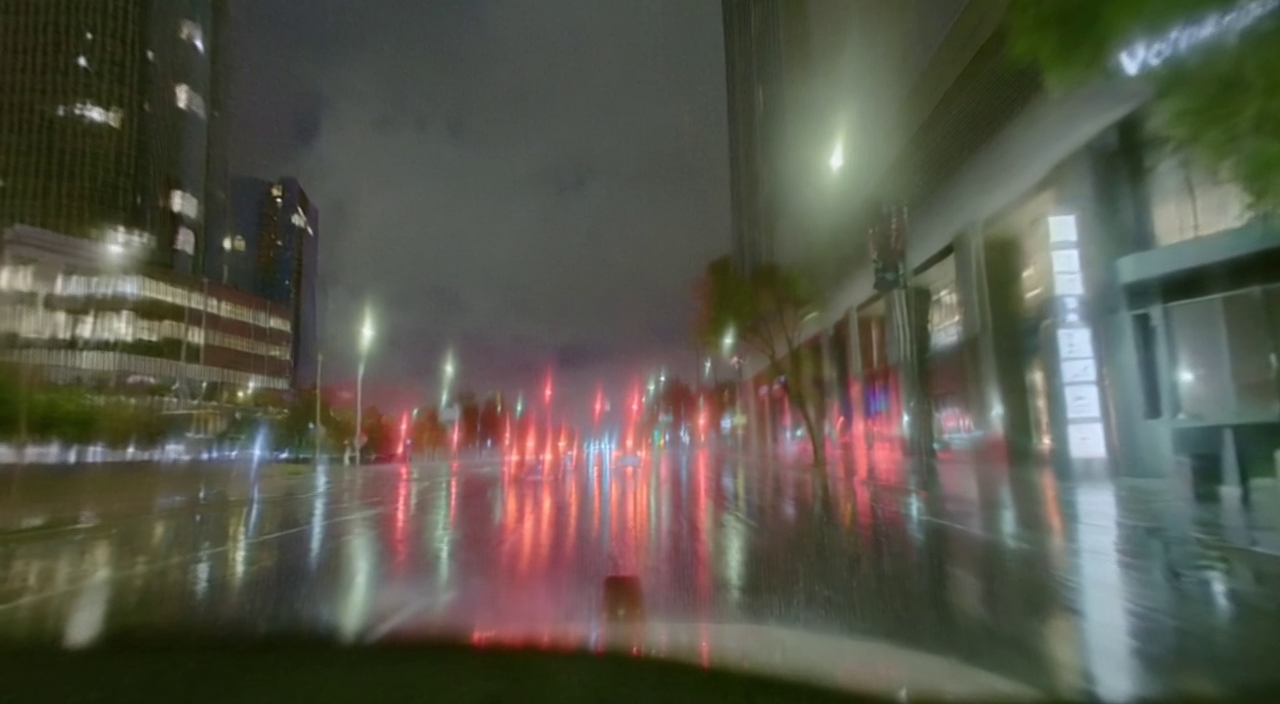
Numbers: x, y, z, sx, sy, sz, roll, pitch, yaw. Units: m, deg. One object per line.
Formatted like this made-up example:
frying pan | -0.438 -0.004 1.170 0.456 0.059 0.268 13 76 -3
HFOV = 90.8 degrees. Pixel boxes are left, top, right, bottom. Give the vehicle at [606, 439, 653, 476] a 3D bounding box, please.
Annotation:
vehicle | -0.443 4.846 29.266 2.042 1.555 3.912 0 -9 0

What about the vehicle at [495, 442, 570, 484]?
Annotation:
vehicle | -4.019 4.222 24.404 2.020 1.457 4.496 0 -9 1
